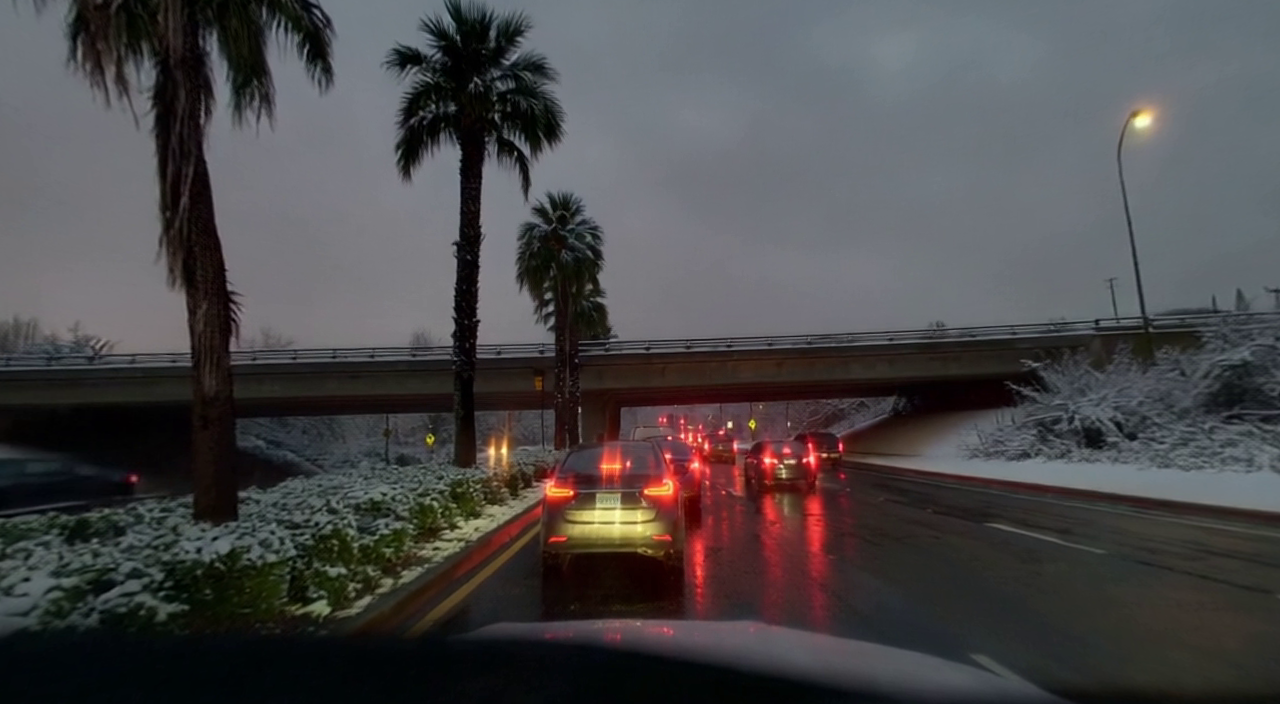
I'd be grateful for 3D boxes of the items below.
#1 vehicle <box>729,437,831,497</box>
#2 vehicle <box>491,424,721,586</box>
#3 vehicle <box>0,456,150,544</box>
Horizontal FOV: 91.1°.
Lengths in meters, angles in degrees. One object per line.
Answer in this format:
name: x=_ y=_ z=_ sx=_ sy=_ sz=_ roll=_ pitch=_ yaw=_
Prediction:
vehicle: x=3.933 y=3.313 z=18.548 sx=2.034 sy=1.517 sz=4.840 roll=0 pitch=-9 yaw=2
vehicle: x=-0.256 y=1.750 z=8.004 sx=2.172 sy=1.506 sz=4.018 roll=0 pitch=-9 yaw=2
vehicle: x=-12.285 y=2.813 z=12.166 sx=1.933 sy=1.486 sz=4.449 roll=0 pitch=-9 yaw=0
